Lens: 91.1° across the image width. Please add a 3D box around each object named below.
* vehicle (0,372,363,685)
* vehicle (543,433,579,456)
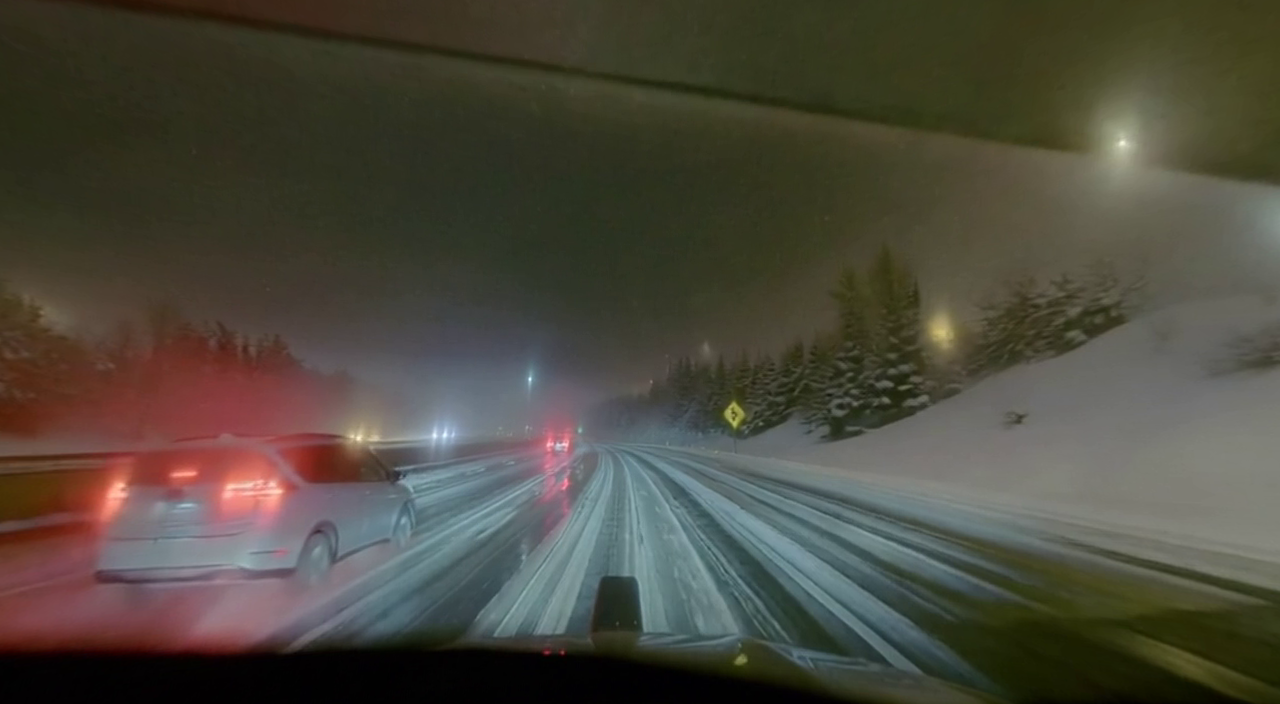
[{"bbox_3d":[-4.543,1.222,5.402,2.215,1.648,4.713,0,-8,-1],"label":"vehicle"},{"bbox_3d":[-5.729,6.764,46.122,2.123,1.601,4.887,0,-8,-2],"label":"vehicle"}]
